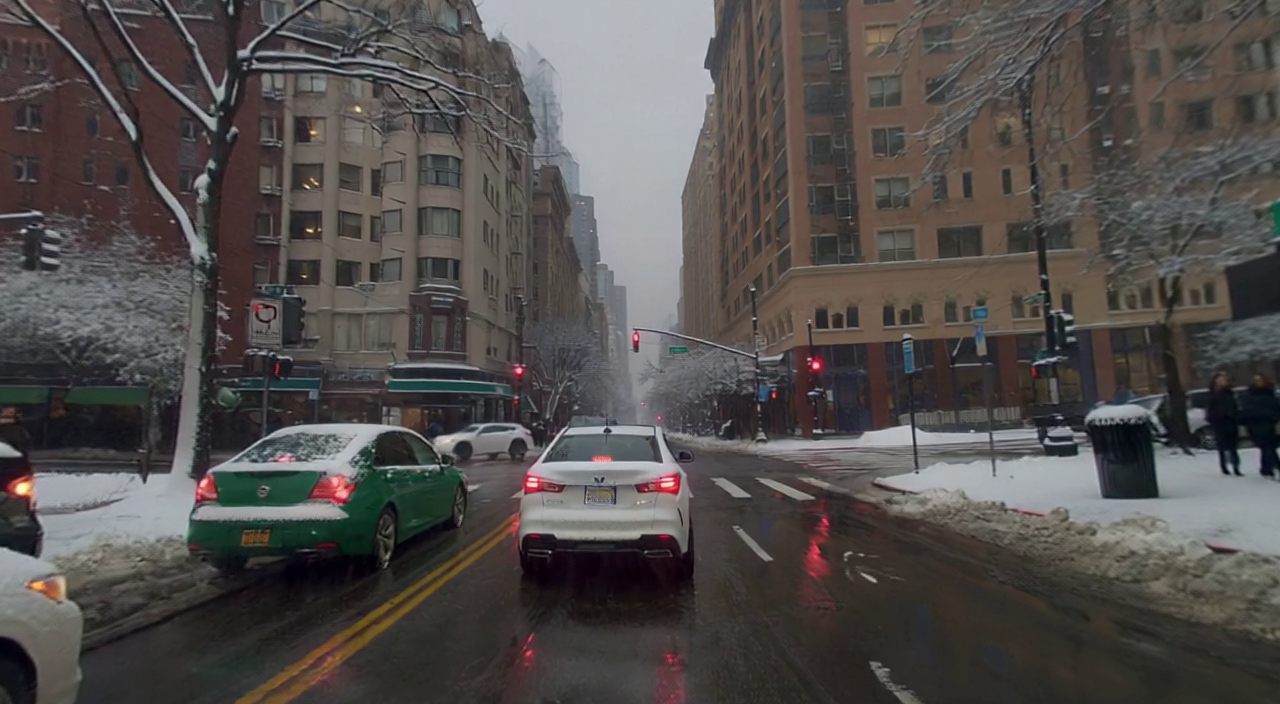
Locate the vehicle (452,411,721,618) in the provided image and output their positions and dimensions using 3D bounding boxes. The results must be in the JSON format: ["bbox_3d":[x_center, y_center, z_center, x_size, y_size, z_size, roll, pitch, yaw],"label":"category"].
[{"bbox_3d":[-0.415,1.499,6.728,1.999,1.520,3.896,0,-8,-1],"label":"vehicle"}]

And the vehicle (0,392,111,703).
[{"bbox_3d":[-3.918,0.705,1.181,1.995,1.524,4.438,0,-8,0],"label":"vehicle"}]

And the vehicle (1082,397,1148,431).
[{"bbox_3d":[26.310,3.478,34.929,4.392,1.667,1.958,7,-11,-42],"label":"vehicle"}]

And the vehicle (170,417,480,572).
[{"bbox_3d":[-3.688,1.740,8.498,1.934,1.522,4.287,0,-8,0],"label":"vehicle"}]

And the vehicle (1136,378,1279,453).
[{"bbox_3d":[21.628,2.355,22.871,5.863,2.493,2.354,2,-9,-12],"label":"vehicle"}]
